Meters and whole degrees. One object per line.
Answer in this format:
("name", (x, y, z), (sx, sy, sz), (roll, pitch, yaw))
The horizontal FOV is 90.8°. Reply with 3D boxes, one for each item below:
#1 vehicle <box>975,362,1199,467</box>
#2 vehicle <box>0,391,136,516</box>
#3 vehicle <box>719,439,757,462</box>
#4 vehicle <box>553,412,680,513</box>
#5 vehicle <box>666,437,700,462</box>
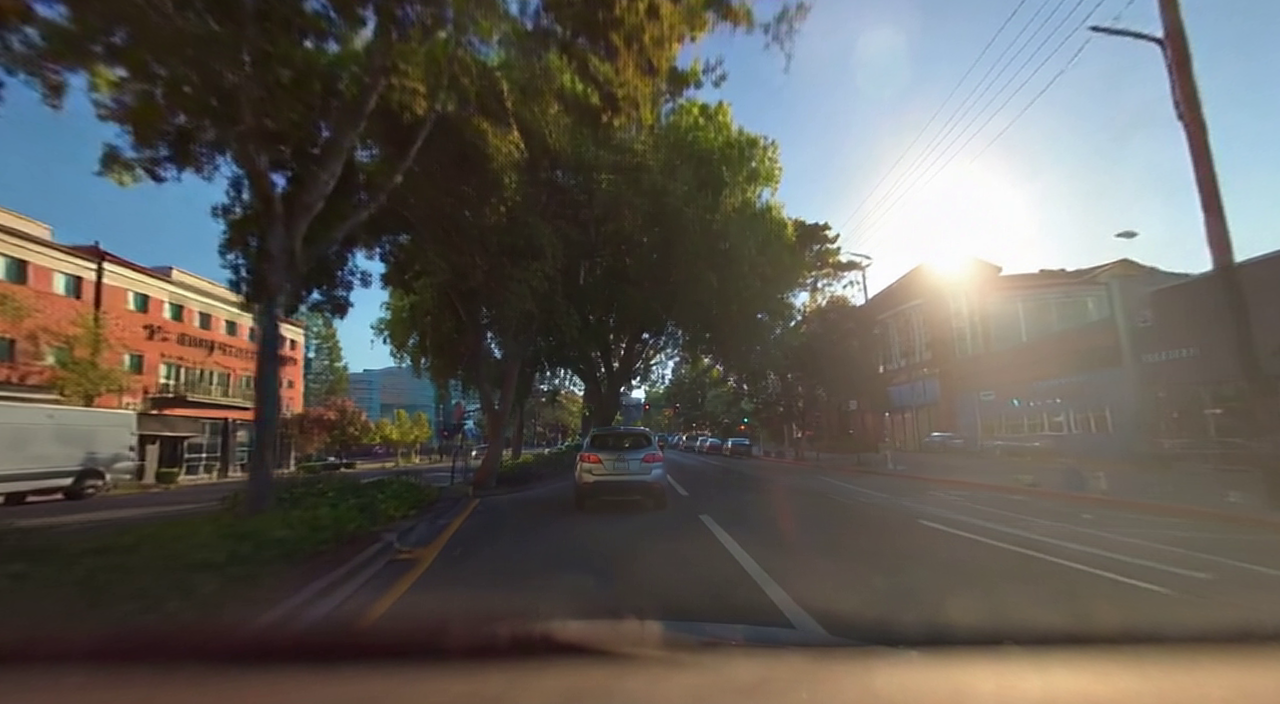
("vehicle", (18.365, 2.895, 27.104), (3.269, 3.755, 8.862), (0, -9, 2))
("vehicle", (-18.983, 2.875, 17.961), (2.811, 3.399, 7.898), (0, -9, -2))
("vehicle", (6.392, 6.509, 41.731), (1.777, 1.443, 3.942), (0, -9, -2))
("vehicle", (-0.463, 2.325, 13.616), (2.277, 1.816, 4.192), (0, -9, -1))
("vehicle", (2.832, 6.494, 42.163), (1.929, 1.590, 4.287), (0, -9, -1))
